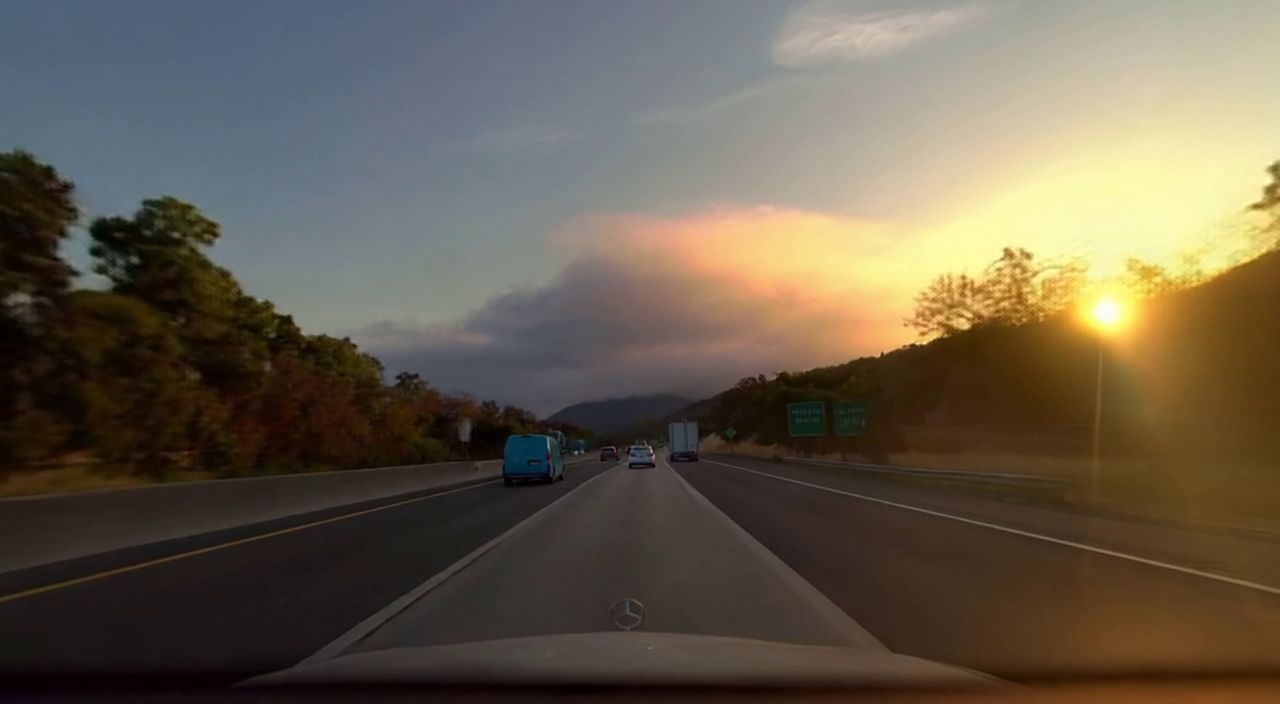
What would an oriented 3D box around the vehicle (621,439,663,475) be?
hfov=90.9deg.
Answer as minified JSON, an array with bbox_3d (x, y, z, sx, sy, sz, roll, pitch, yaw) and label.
[{"bbox_3d":[0.139,5.901,35.551,2.209,1.825,4.036,-1,-9,1],"label":"vehicle"}]

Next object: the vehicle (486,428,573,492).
[{"bbox_3d":[-3.803,3.841,22.647,2.167,1.991,5.062,0,-9,0],"label":"vehicle"}]
